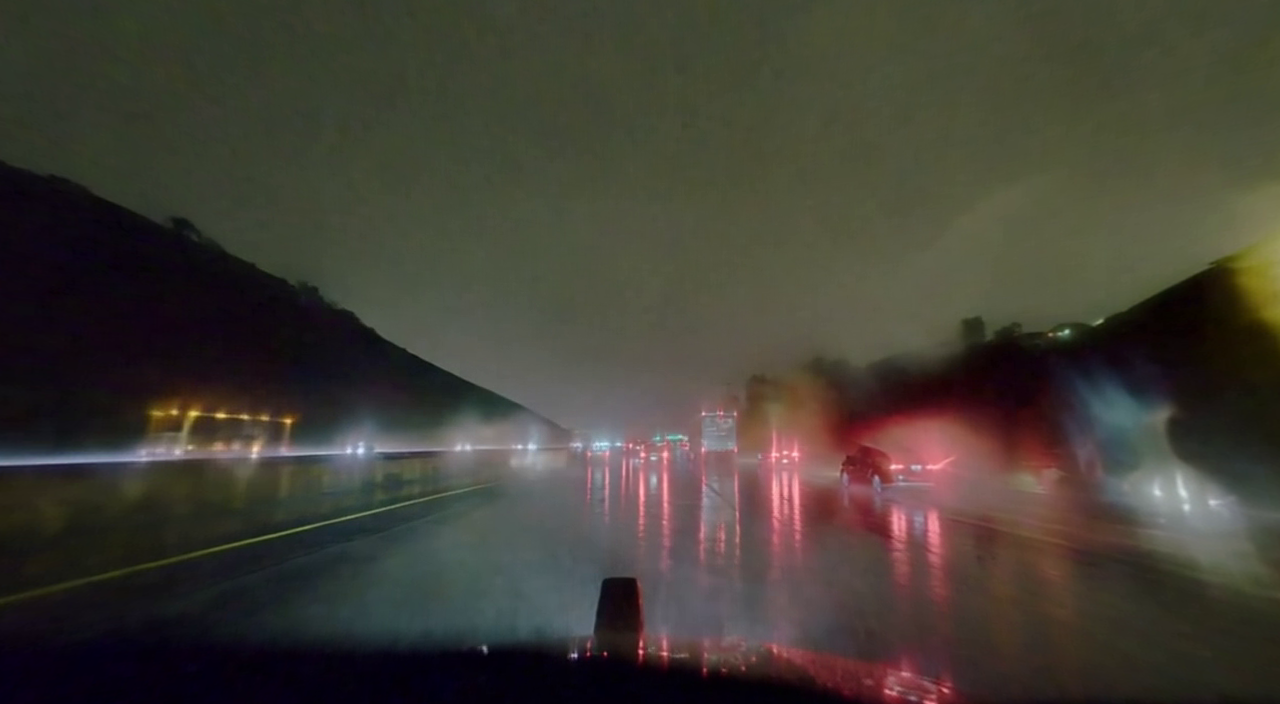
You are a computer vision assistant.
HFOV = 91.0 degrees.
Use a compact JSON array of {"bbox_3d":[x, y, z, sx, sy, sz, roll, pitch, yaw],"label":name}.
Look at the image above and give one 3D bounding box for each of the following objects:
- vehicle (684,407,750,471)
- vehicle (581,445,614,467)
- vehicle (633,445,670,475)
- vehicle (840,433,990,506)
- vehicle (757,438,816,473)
[{"bbox_3d":[4.769,5.768,41.400,3.130,3.607,11.129,0,-9,1],"label":"vehicle"},{"bbox_3d":[-3.108,7.719,46.809,2.132,1.506,4.256,0,-9,0],"label":"vehicle"},{"bbox_3d":[0.611,5.774,33.921,1.866,1.492,3.932,0,-9,1],"label":"vehicle"},{"bbox_3d":[7.133,3.089,16.975,2.044,1.676,4.421,0,-9,0],"label":"vehicle"},{"bbox_3d":[7.998,5.688,34.849,2.143,1.775,4.729,0,-9,0],"label":"vehicle"}]
